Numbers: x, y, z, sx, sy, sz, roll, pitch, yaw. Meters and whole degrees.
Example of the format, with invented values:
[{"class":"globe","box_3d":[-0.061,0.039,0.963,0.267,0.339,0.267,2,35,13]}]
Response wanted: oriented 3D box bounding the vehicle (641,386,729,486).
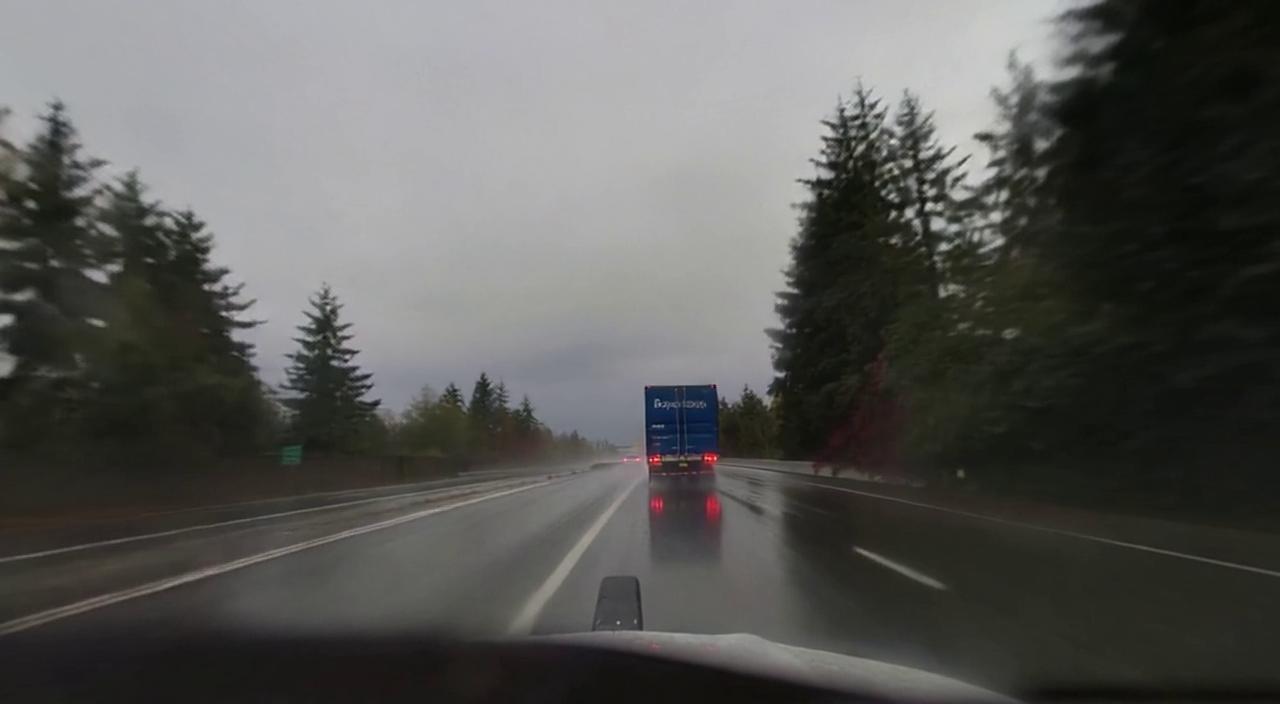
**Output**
[{"class":"vehicle","box_3d":[2.110,4.774,34.428,3.537,4.071,17.399,-1,-9,2]}]
